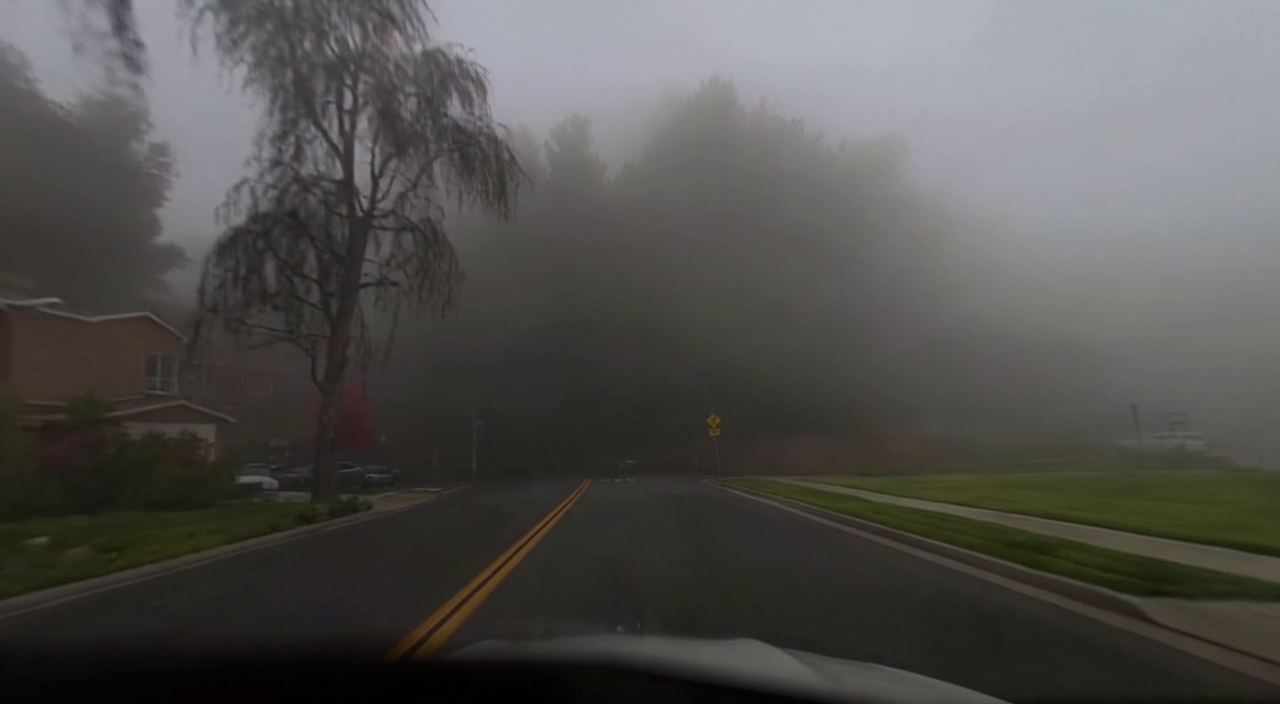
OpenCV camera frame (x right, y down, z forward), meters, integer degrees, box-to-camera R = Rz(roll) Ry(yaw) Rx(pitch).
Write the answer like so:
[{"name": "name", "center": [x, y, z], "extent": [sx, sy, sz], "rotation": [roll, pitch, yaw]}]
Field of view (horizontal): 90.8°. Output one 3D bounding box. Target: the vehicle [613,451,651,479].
[{"name": "vehicle", "center": [-0.509, 6.474, 36.410], "extent": [2.022, 1.481, 4.050], "rotation": [0, -9, -3]}]

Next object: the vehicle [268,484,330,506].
[{"name": "vehicle", "center": [-25.387, 10.640, 47.105], "extent": [3.733, 1.480, 1.672], "rotation": [-2, -8, 10]}]

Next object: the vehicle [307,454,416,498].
[{"name": "vehicle", "center": [-17.091, 7.559, 38.935], "extent": [5.586, 2.532, 2.444], "rotation": [-1, -9, 8]}]

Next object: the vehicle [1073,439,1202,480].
[{"name": "vehicle", "center": [23.629, 5.080, 30.191], "extent": [4.330, 1.767, 1.946], "rotation": [-1, -8, 16]}]

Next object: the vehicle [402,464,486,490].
[{"name": "vehicle", "center": [-12.576, 8.022, 40.605], "extent": [4.676, 1.484, 2.068], "rotation": [-2, -9, 12]}]
